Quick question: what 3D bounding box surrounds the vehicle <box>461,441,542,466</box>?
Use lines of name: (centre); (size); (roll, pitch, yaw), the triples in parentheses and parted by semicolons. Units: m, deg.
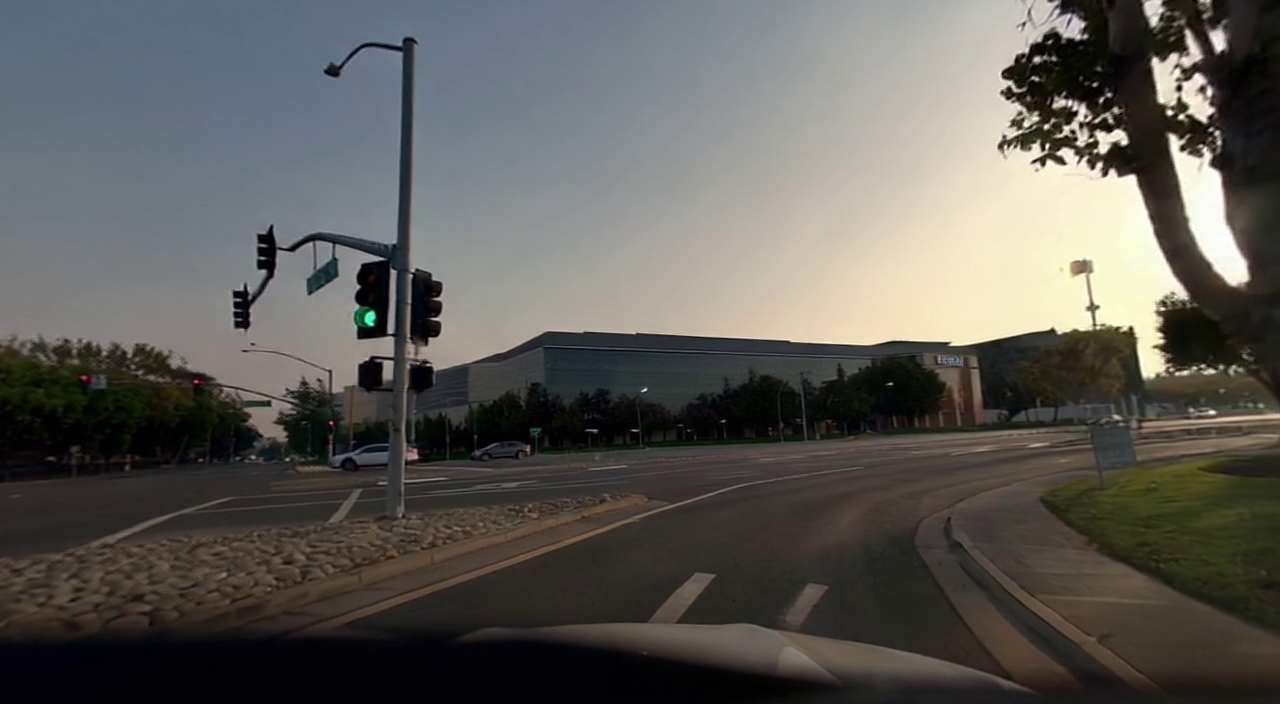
vehicle: (-8.573, 6.327, 39.230); (4.527, 1.444, 1.811); (7, -11, -38)

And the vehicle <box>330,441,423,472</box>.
vehicle: (-16.209, 6.388, 38.832); (4.782, 1.776, 2.118); (7, -11, -38)
